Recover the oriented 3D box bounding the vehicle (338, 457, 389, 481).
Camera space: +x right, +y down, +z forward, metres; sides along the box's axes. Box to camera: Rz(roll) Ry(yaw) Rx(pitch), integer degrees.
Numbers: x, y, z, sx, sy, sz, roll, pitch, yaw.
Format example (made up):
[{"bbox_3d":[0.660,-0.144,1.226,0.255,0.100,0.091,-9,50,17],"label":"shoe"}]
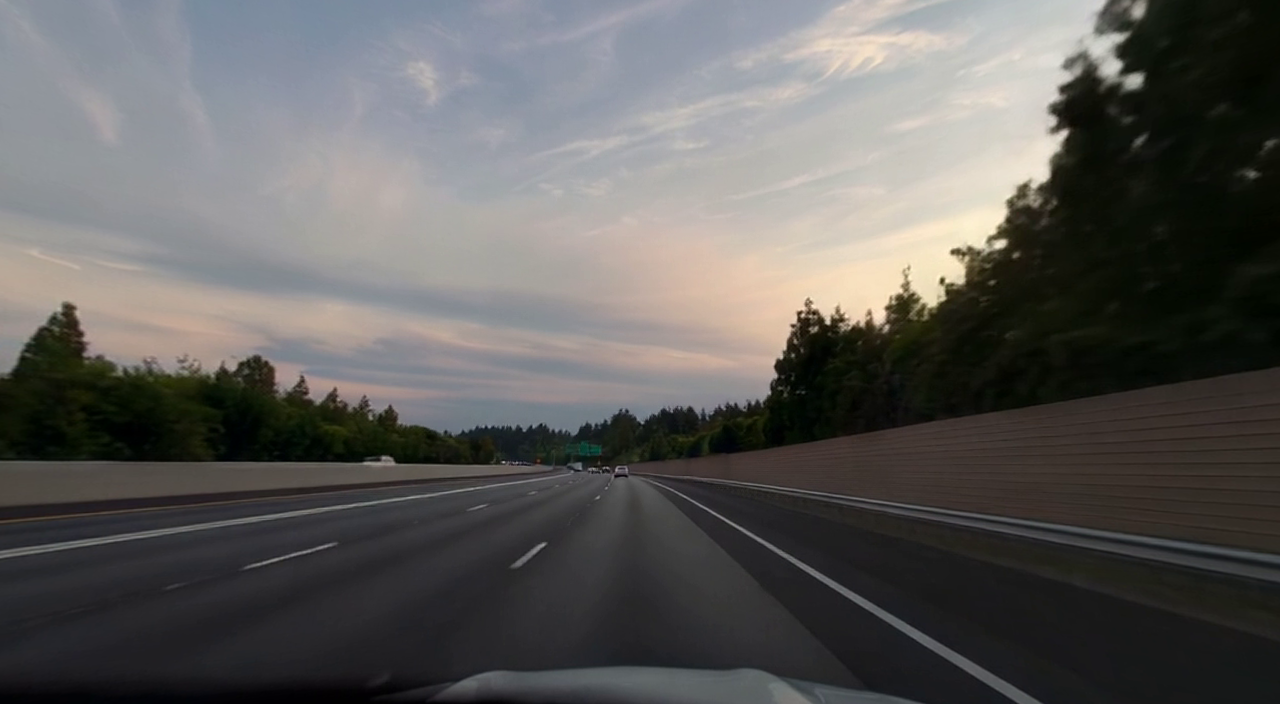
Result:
[{"bbox_3d":[-17.396,7.386,39.793,1.653,1.448,3.549,1,-10,-1],"label":"vehicle"}]
